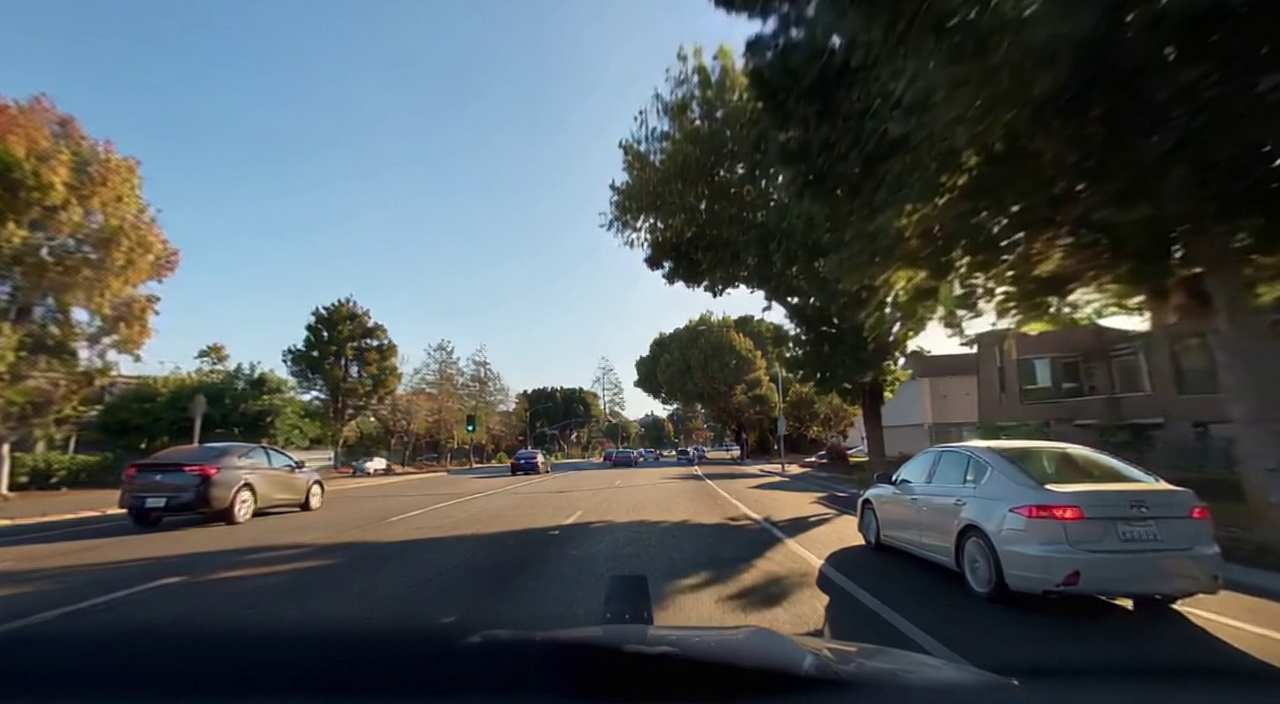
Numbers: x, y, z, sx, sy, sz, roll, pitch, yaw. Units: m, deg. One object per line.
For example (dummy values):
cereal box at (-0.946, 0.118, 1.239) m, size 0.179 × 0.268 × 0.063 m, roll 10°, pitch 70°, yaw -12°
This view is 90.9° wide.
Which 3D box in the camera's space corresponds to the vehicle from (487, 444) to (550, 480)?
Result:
vehicle at (-5.826, 5.340, 30.788) m, size 1.988 × 1.597 × 4.404 m, roll -1°, pitch -9°, yaw 3°

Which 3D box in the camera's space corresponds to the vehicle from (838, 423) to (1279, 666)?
vehicle at (3.716, 1.580, 6.341) m, size 2.003 × 1.494 × 4.705 m, roll 0°, pitch -9°, yaw 1°

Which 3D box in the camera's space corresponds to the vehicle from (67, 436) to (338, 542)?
vehicle at (-7.615, 2.411, 11.700) m, size 1.951 × 1.554 × 4.444 m, roll 0°, pitch -9°, yaw -2°
